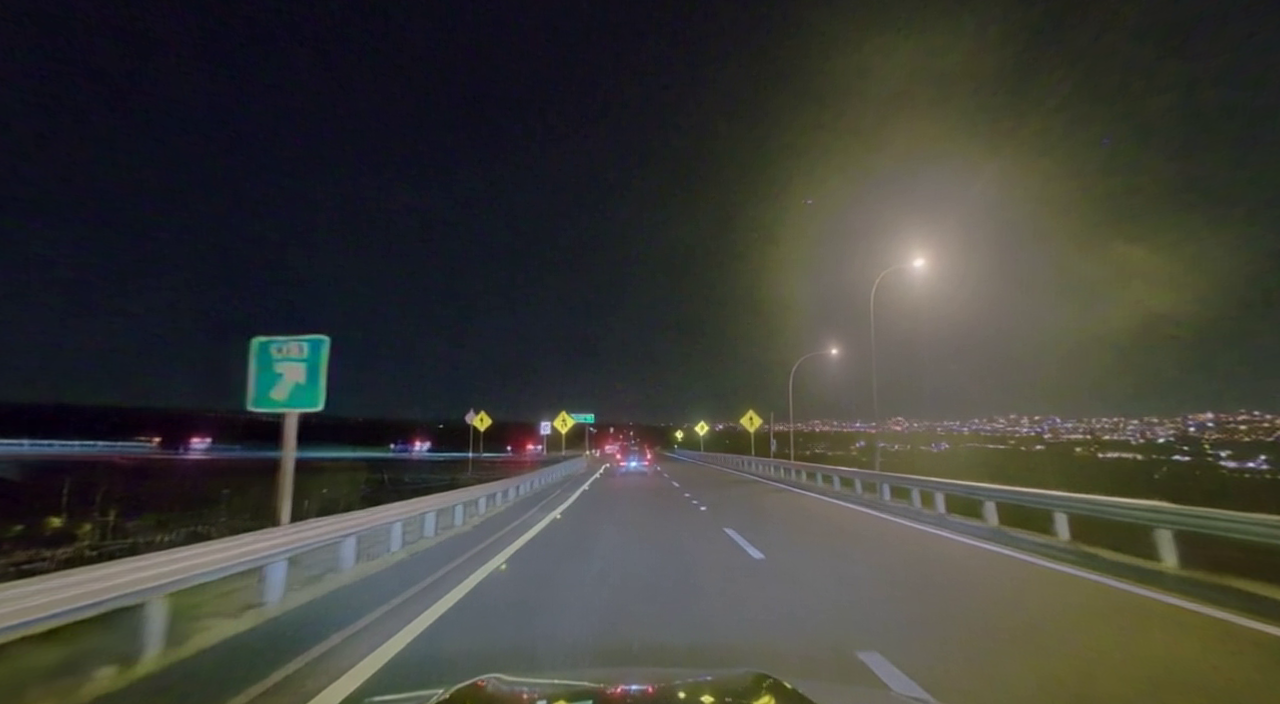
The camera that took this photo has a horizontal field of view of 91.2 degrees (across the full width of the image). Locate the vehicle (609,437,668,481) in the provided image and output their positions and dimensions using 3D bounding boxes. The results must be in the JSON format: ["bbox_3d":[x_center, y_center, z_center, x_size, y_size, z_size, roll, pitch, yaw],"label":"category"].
[{"bbox_3d":[-0.081,3.956,23.386,2.006,1.486,3.950,0,-9,-1],"label":"vehicle"}]
